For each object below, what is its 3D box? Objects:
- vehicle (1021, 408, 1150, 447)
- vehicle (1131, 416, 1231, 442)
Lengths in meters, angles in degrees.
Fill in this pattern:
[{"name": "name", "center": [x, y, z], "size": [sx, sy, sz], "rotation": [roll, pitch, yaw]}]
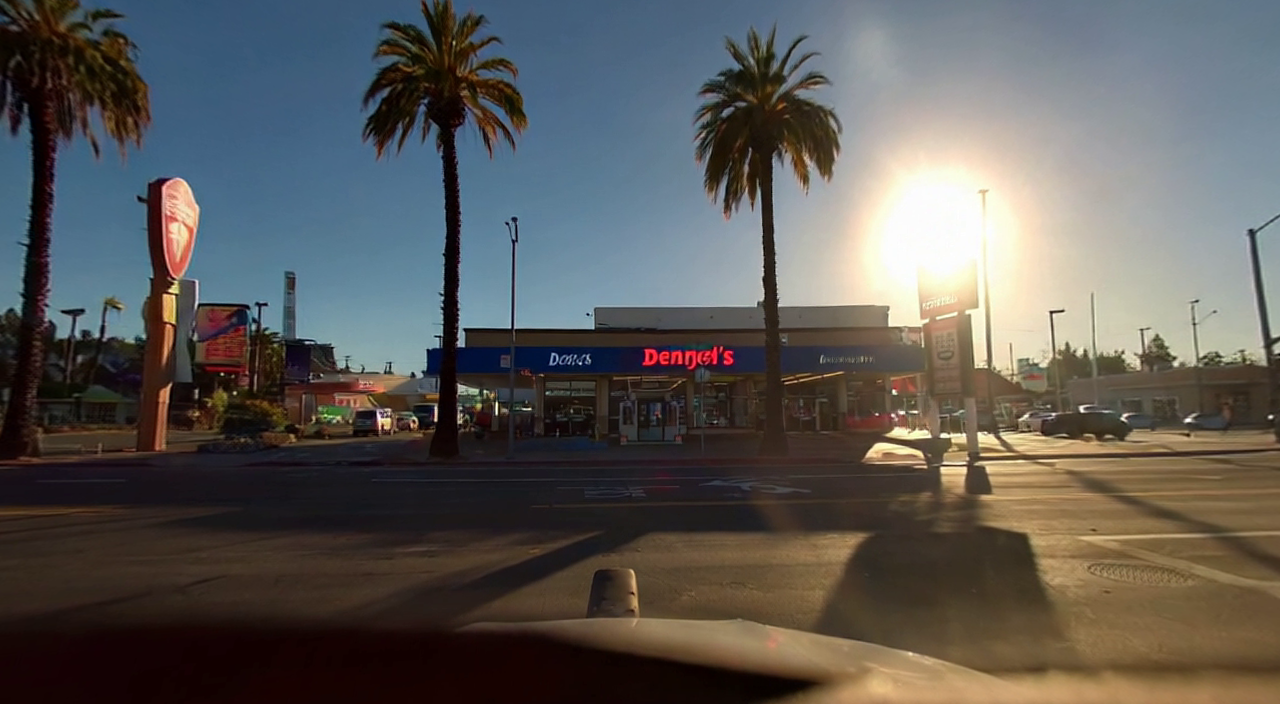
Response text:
[{"name": "vehicle", "center": [21.985, 3.709, 31.286], "size": [4.880, 1.754, 2.202], "rotation": [0, -5, -7]}, {"name": "vehicle", "center": [33.913, 4.888, 39.783], "size": [1.805, 1.466, 4.641], "rotation": [1, -9, -8]}]
